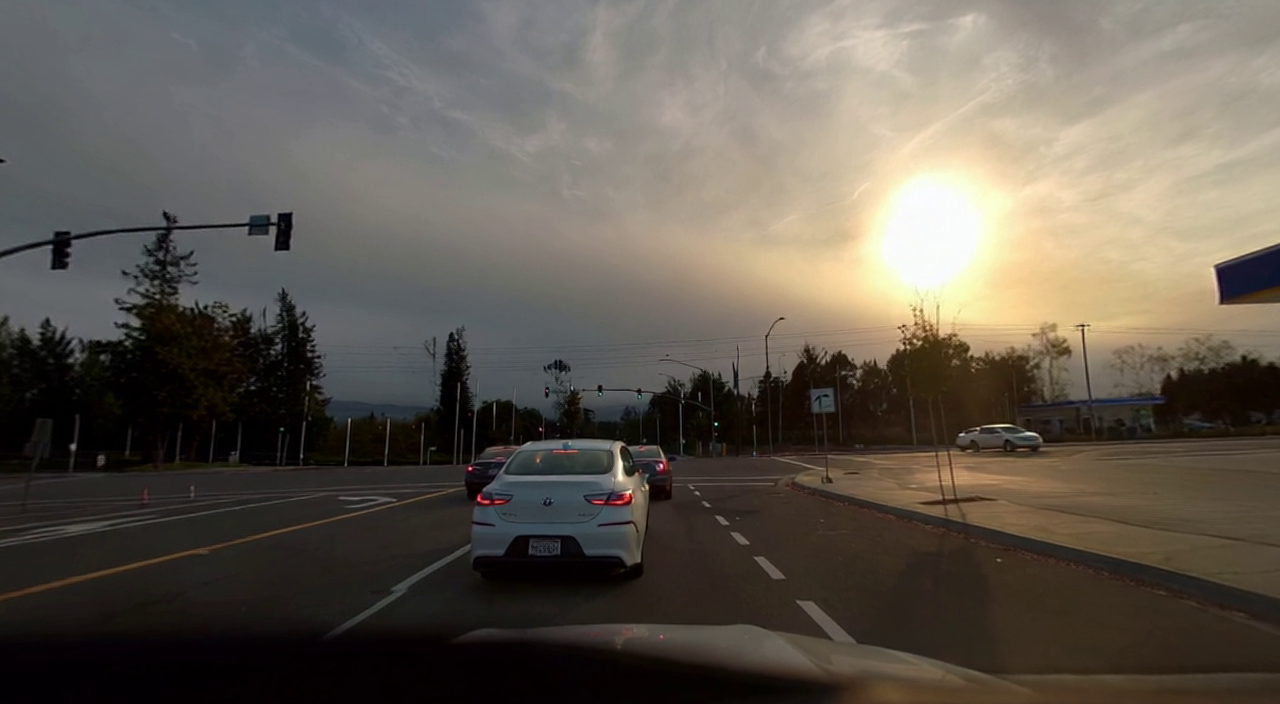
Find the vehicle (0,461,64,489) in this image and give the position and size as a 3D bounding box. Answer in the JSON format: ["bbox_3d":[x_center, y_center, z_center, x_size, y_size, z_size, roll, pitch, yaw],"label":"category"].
[{"bbox_3d":[-35.416,6.860,35.244,1.796,1.440,4.802,-1,-8,3],"label":"vehicle"}]

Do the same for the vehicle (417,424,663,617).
[{"bbox_3d":[-0.724,1.674,7.325,1.916,1.510,4.447,0,-8,3],"label":"vehicle"}]

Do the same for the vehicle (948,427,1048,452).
[{"bbox_3d":[22.063,5.421,39.081,4.874,1.502,2.048,0,-8,1],"label":"vehicle"}]
